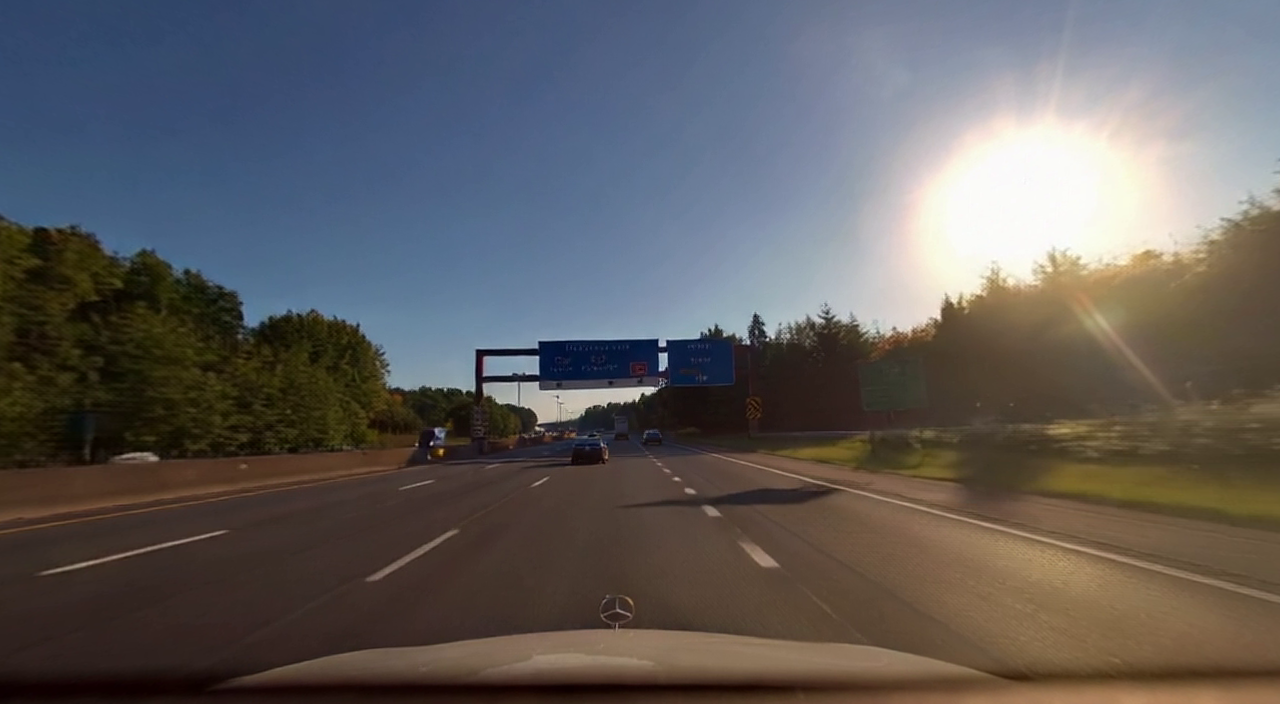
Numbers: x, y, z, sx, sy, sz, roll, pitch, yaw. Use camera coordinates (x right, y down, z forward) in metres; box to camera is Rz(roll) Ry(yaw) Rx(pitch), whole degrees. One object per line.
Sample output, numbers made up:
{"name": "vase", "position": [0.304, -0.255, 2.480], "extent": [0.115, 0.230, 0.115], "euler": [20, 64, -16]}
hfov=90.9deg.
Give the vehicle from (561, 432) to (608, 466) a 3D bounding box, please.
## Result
{"name": "vehicle", "position": [-2.595, 4.591, 30.189], "extent": [2.000, 1.491, 3.913], "euler": [0, -8, -1]}
